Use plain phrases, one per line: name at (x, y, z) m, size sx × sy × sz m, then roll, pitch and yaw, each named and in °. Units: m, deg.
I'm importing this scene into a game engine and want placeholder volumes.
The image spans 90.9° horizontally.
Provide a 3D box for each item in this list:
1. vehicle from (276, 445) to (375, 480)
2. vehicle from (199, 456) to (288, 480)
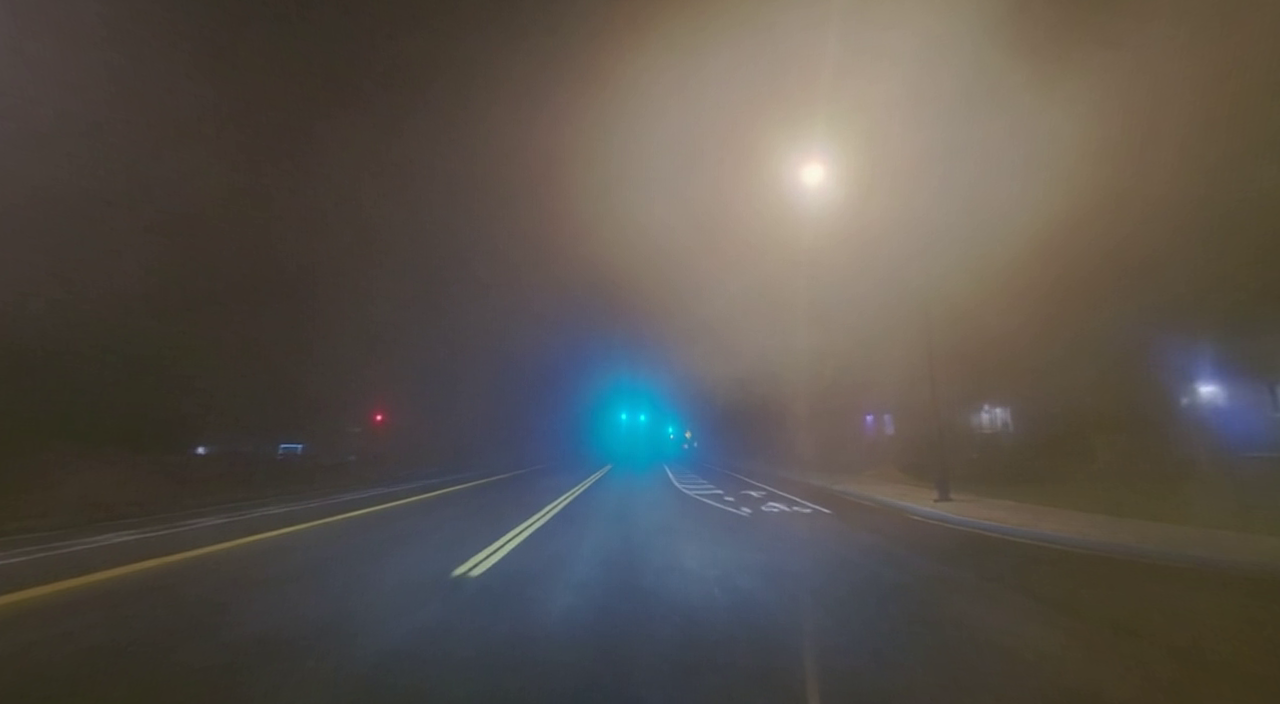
vehicle at (-21.892, 7.685, 44.030) m, size 5.841 × 1.902 × 2.244 m, roll -5°, pitch -8°, yaw 4°
vehicle at (-27.732, 8.111, 44.207) m, size 4.696 × 1.518 × 2.224 m, roll 0°, pitch -8°, yaw -2°
